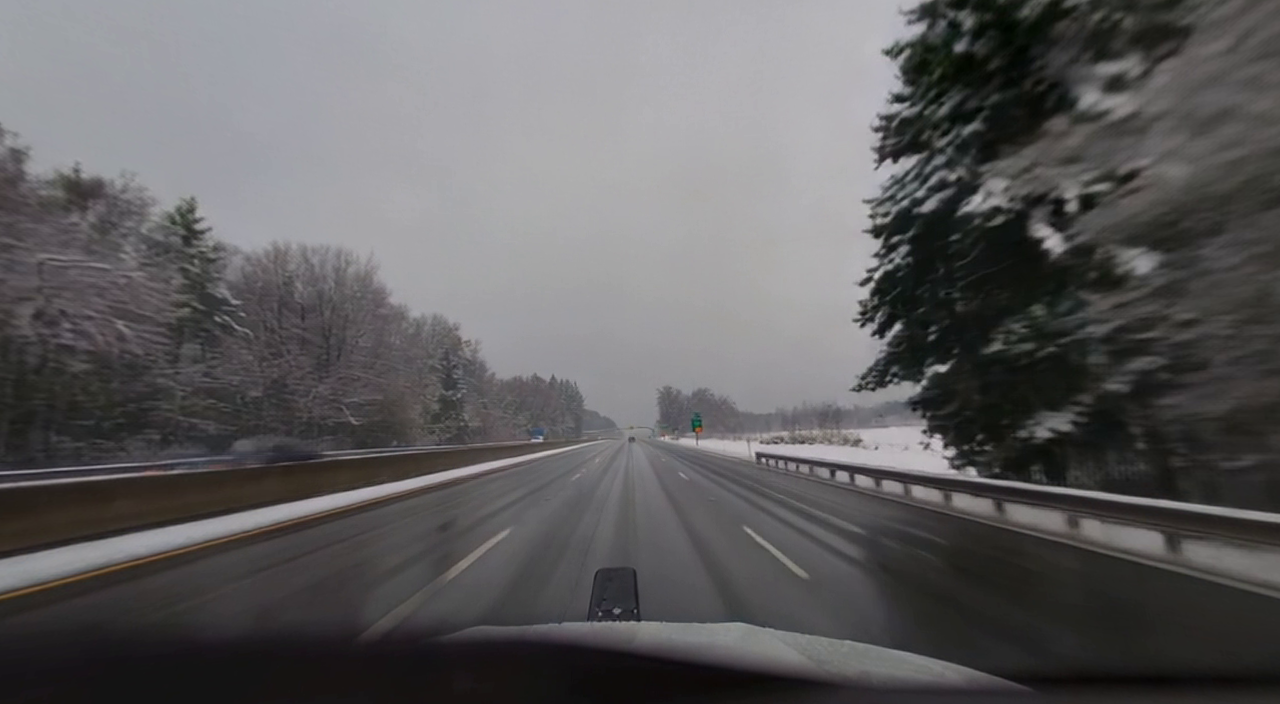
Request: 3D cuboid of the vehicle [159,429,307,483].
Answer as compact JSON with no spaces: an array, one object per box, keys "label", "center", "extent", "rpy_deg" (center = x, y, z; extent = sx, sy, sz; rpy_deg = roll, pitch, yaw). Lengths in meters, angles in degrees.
[{"label":"vehicle","center":[-12.866,3.277,20.320],"extent":[1.875,1.534,4.410],"rpy_deg":[0,-8,-1]}]
